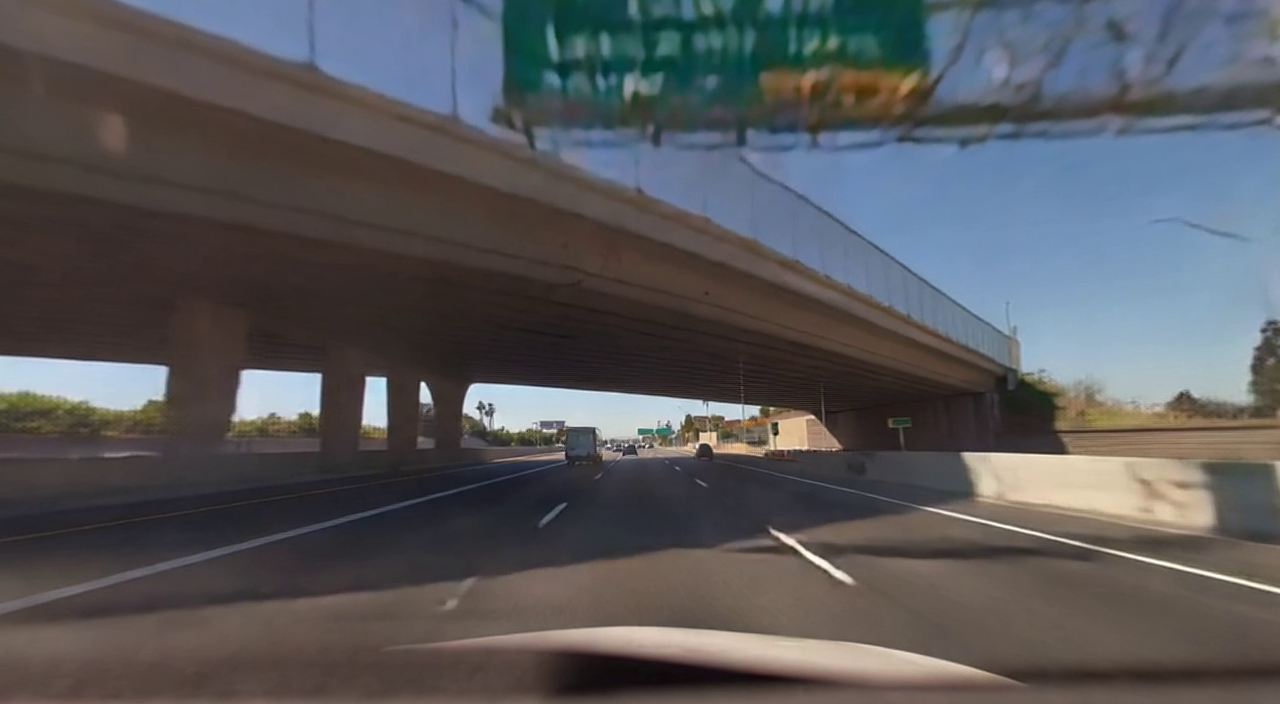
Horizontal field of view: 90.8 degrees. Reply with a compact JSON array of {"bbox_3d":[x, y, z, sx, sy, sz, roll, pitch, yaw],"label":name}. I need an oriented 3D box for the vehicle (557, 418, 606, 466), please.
[{"bbox_3d":[-3.823,6.125,43.008,2.881,2.937,7.045,0,-8,-2],"label":"vehicle"}]
